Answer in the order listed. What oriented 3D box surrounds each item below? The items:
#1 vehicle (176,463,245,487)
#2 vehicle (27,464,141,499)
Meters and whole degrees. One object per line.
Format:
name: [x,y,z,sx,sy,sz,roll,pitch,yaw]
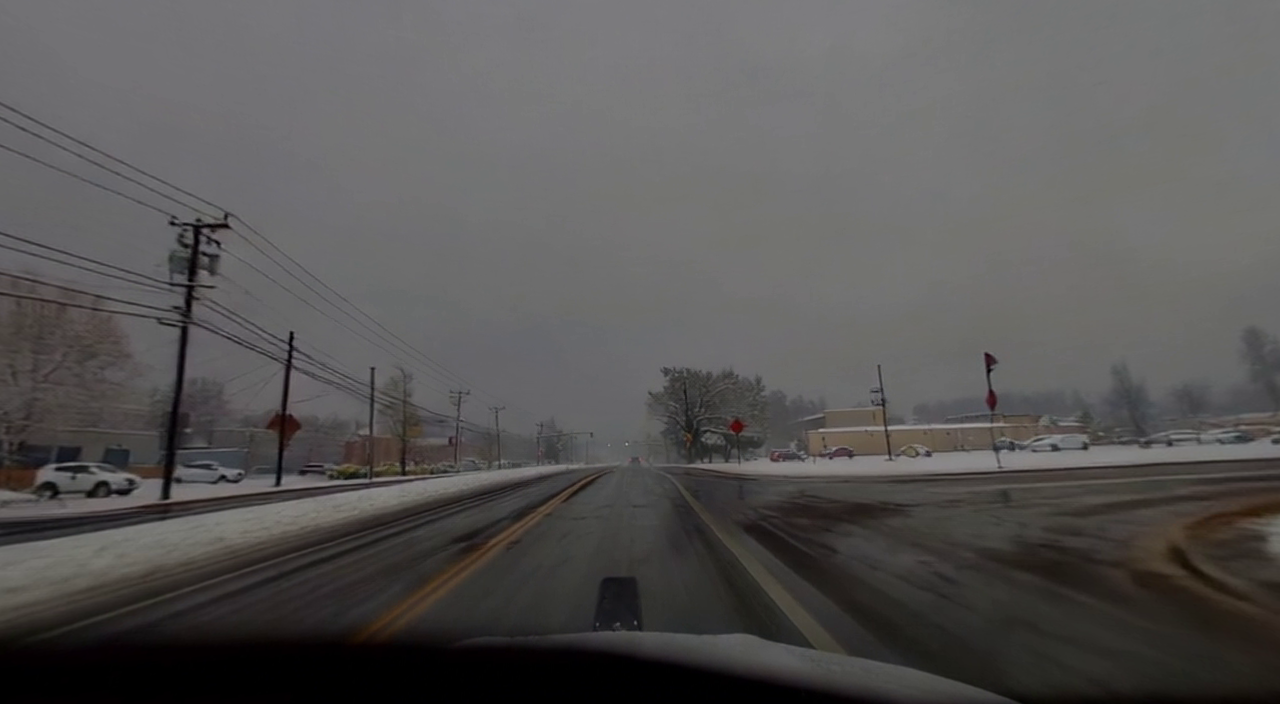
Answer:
vehicle: [-32.881,9.372,48.471,3.976,1.504,1.896,-3,-7,1]
vehicle: [-27.612,6.414,31.644,1.808,1.441,4.386,-1,-9,-1]
